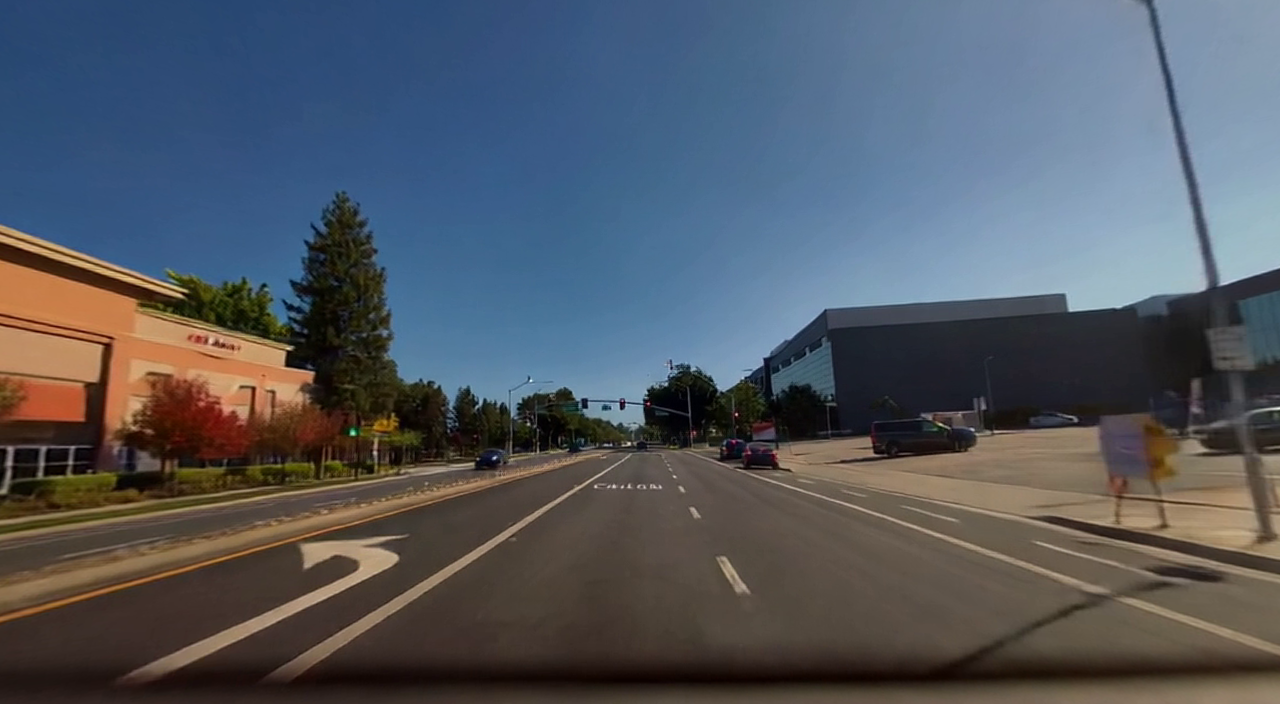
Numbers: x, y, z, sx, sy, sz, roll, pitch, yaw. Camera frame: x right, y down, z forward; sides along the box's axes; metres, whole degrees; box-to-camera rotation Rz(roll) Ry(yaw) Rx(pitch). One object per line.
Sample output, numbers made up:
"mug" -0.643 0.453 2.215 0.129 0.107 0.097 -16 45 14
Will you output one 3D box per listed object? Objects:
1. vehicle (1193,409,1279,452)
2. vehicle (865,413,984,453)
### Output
"vehicle" 24.003 2.972 23.627 1.943 1.531 4.579 1 -8 -8
"vehicle" 16.015 4.618 35.723 5.546 2.117 2.443 0 -8 0
